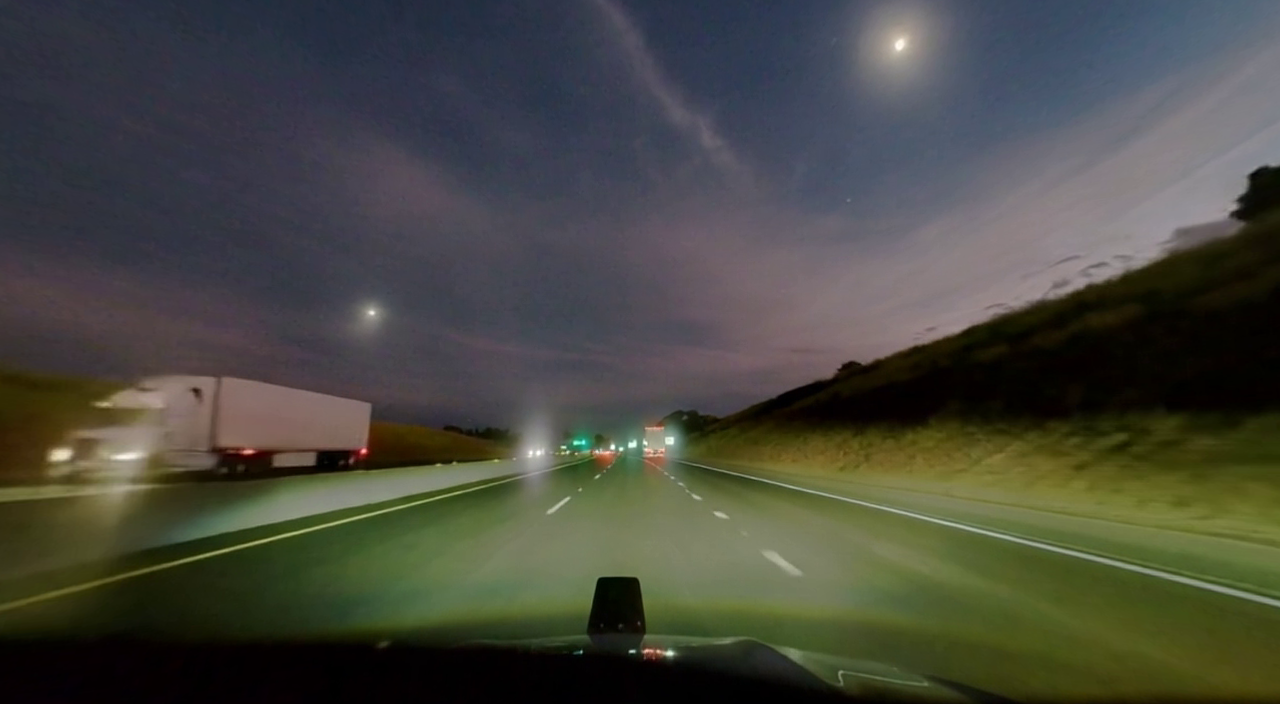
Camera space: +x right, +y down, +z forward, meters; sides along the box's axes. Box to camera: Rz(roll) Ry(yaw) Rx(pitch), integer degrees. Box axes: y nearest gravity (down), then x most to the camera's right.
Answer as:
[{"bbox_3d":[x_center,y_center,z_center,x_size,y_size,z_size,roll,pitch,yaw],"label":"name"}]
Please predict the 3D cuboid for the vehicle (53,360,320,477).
[{"bbox_3d":[-19.373,3.326,28.798,2.897,4.187,12.412,0,-9,0],"label":"vehicle"}]
